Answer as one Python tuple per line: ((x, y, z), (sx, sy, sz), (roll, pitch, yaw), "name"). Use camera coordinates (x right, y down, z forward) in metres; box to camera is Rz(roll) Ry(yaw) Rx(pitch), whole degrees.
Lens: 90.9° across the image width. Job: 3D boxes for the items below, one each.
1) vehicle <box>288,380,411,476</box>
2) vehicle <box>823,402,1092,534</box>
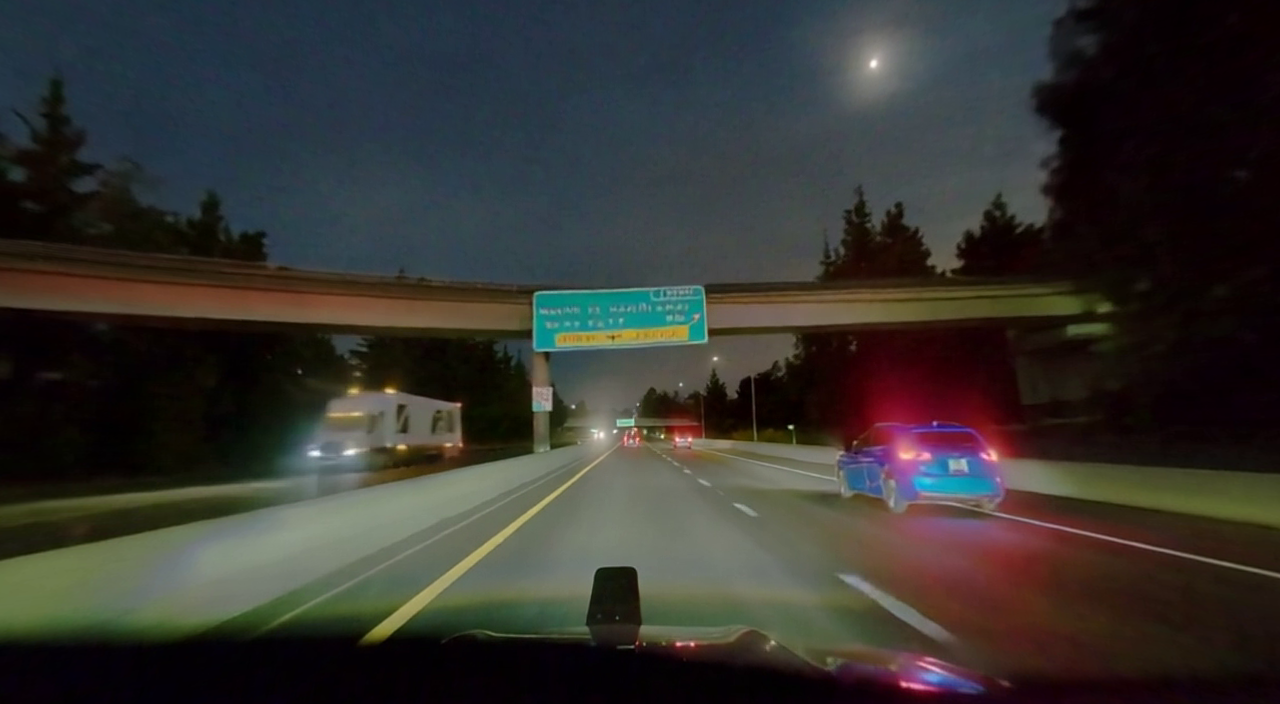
((-13.291, 3.591, 29.531), (2.950, 4.010, 6.013), (0, -8, -2), "vehicle")
((4.643, 1.751, 10.105), (2.073, 1.651, 4.065), (0, -8, -2), "vehicle")
